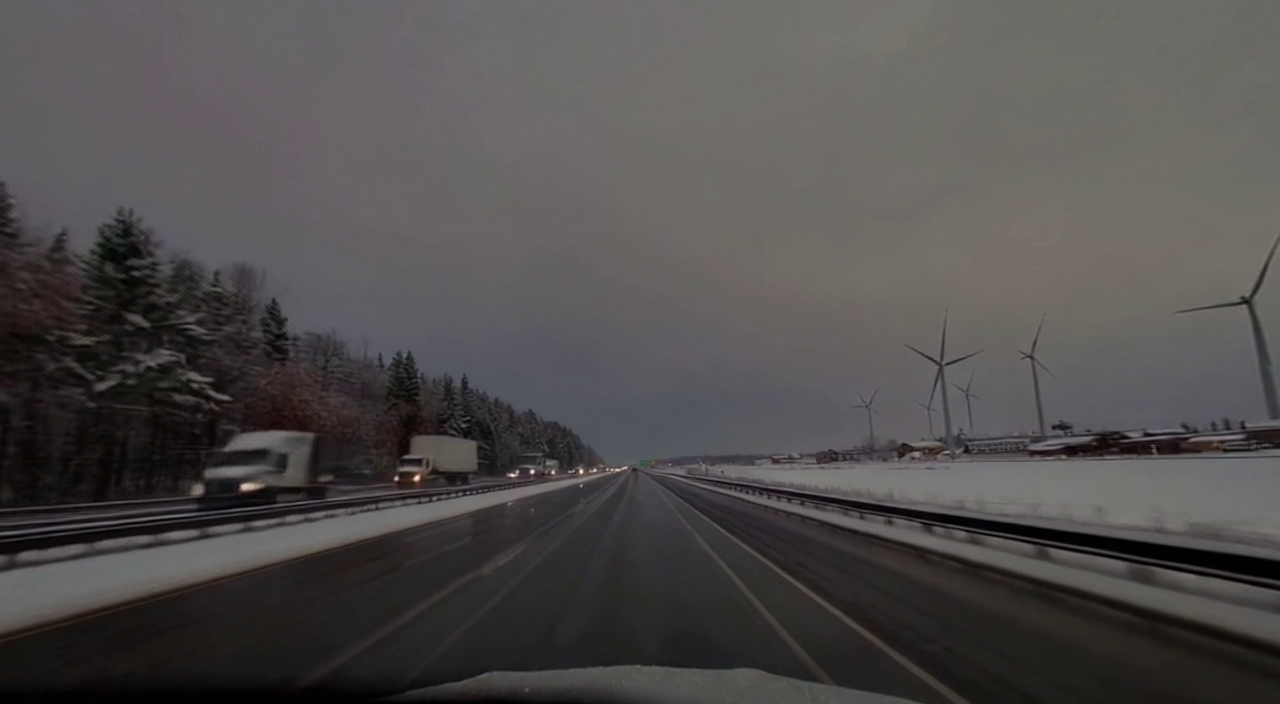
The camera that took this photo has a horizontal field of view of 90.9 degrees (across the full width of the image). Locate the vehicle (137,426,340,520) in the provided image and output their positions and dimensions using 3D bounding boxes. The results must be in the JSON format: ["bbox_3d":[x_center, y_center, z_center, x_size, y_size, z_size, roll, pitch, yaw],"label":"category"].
[{"bbox_3d":[-11.864,3.687,19.377,2.421,2.406,5.665,0,-11,0],"label":"vehicle"}]
